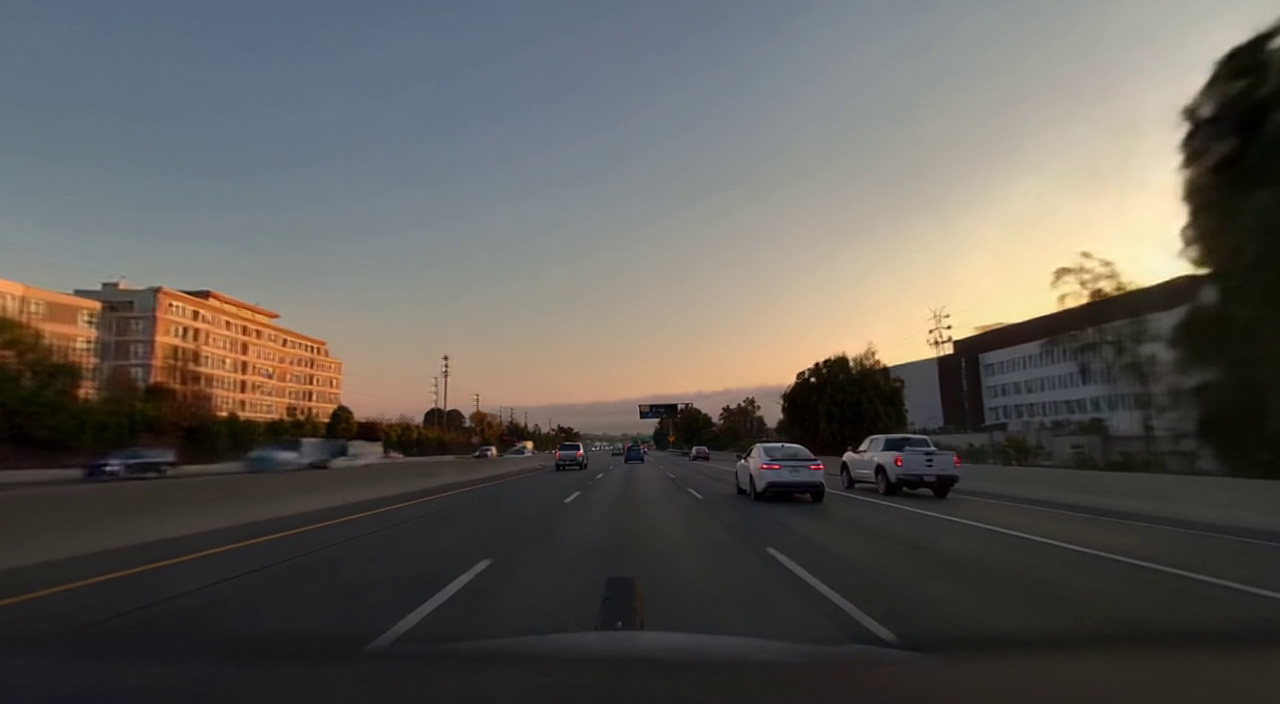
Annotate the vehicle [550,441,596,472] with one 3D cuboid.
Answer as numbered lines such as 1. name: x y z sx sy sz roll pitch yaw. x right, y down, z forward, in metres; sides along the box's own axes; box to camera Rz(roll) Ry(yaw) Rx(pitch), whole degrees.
1. vehicle: -3.957 6.290 38.292 2.256 1.756 4.745 0 -9 0

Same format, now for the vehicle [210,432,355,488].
1. vehicle: -14.585 4.456 26.390 2.503 2.021 6.039 0 -9 0

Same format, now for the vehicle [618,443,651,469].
1. vehicle: -0.379 7.163 43.786 2.191 1.685 4.015 0 -9 0

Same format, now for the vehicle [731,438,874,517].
1. vehicle: 3.445 2.764 14.440 1.987 1.509 4.512 0 -9 -1

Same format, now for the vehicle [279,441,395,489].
1. vehicle: -10.874 4.074 23.100 2.064 1.539 4.399 0 -9 0

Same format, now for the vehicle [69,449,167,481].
1. vehicle: -31.775 6.860 38.685 1.957 1.790 4.792 0 -9 -2

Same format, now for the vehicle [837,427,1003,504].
1. vehicle: 7.336 3.035 17.265 2.176 1.793 4.841 0 -9 -2
